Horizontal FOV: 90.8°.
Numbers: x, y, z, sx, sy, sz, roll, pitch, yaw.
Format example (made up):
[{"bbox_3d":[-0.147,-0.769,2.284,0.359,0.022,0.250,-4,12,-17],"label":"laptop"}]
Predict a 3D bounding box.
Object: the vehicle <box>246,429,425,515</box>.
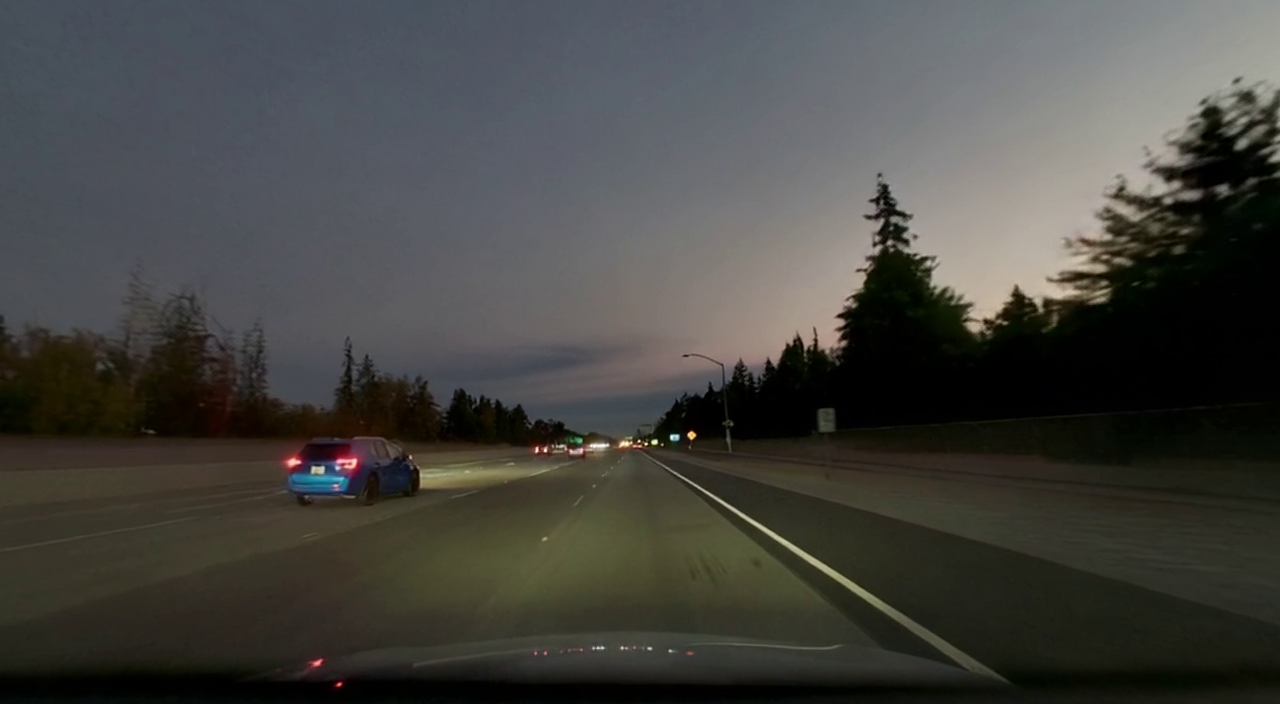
[{"bbox_3d":[-7.106,2.846,15.439,2.146,1.766,4.502,0,-9,-1],"label":"vehicle"}]
